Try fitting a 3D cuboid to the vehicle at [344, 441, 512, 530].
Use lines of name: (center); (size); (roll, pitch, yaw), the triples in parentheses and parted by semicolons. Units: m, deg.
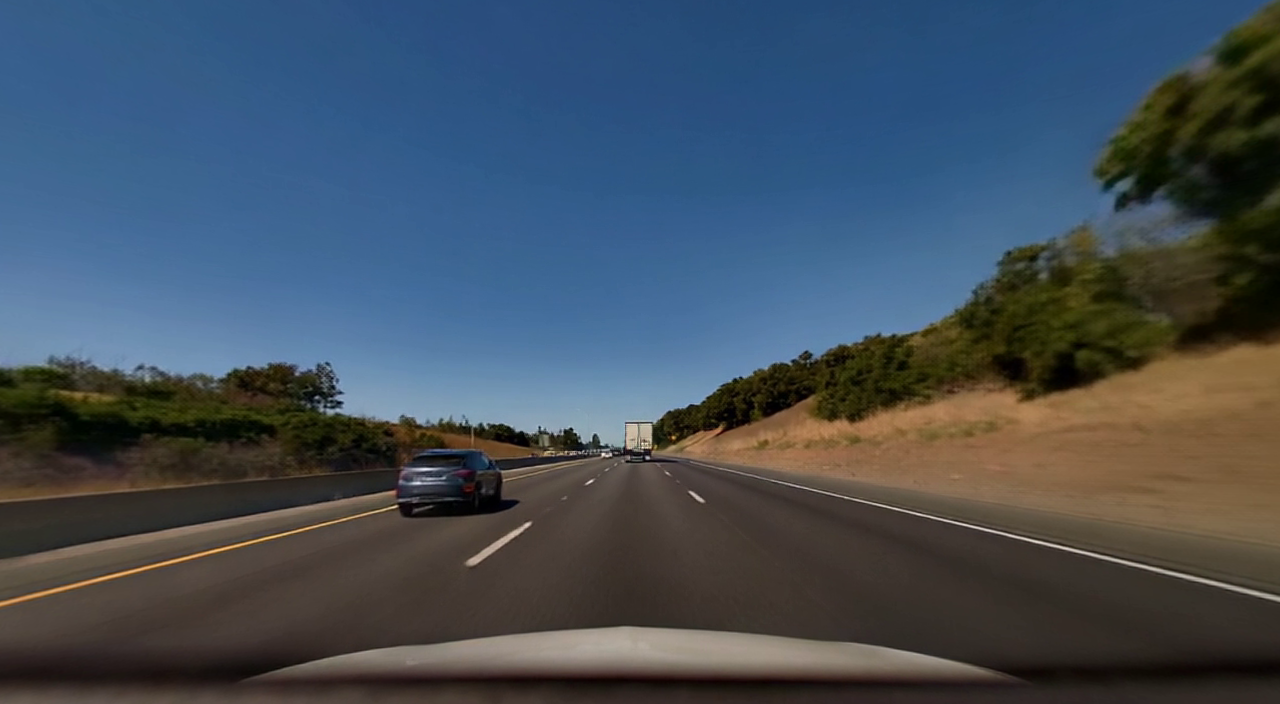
vehicle: (-4.142, 2.661, 13.170); (2.051, 1.537, 4.111); (0, -9, 0)
